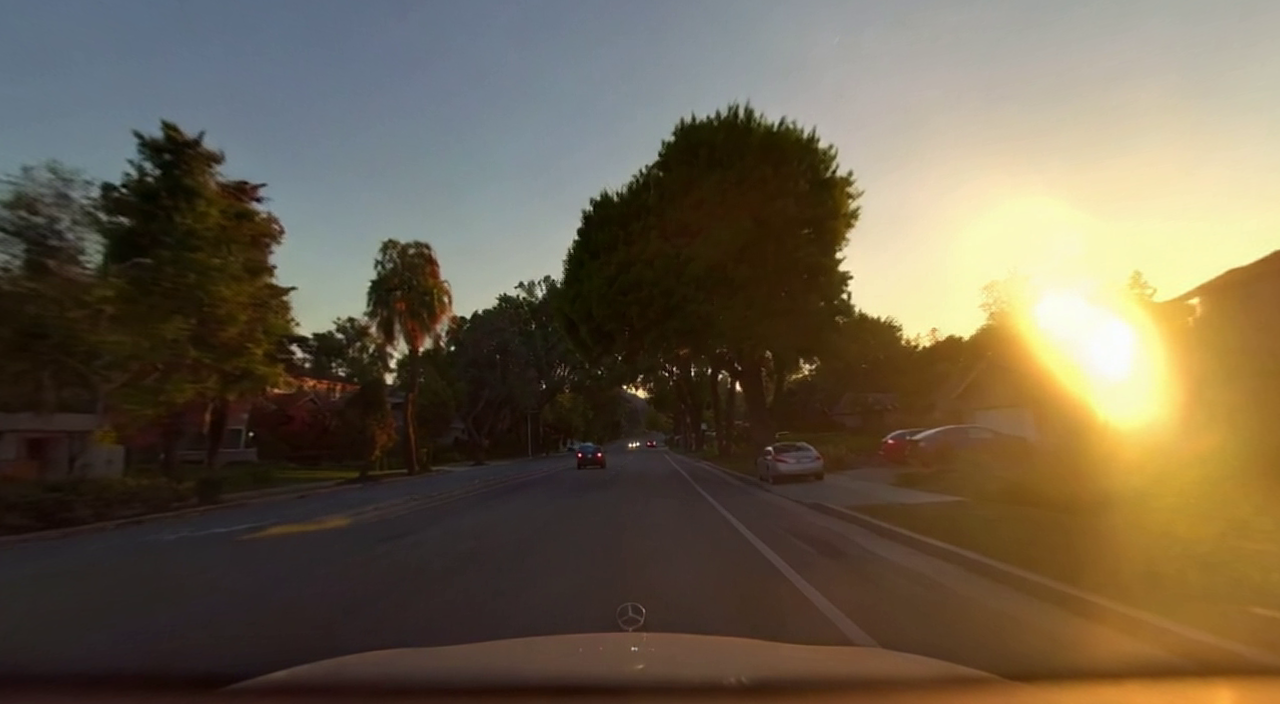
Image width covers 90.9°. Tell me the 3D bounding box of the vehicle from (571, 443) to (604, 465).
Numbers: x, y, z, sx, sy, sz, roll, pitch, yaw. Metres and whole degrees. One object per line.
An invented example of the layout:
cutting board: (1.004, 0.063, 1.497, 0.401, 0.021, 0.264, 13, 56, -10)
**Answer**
vehicle: (-3.625, 7.165, 44.366, 1.973, 1.400, 3.915, 0, -9, 1)

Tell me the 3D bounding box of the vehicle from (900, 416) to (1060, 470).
vehicle: (10.950, 2.977, 20.590, 4.037, 1.673, 1.983, 0, -9, 3)

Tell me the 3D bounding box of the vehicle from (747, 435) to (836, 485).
vehicle: (5.168, 3.764, 22.187, 1.995, 1.546, 4.474, 0, -9, 0)
